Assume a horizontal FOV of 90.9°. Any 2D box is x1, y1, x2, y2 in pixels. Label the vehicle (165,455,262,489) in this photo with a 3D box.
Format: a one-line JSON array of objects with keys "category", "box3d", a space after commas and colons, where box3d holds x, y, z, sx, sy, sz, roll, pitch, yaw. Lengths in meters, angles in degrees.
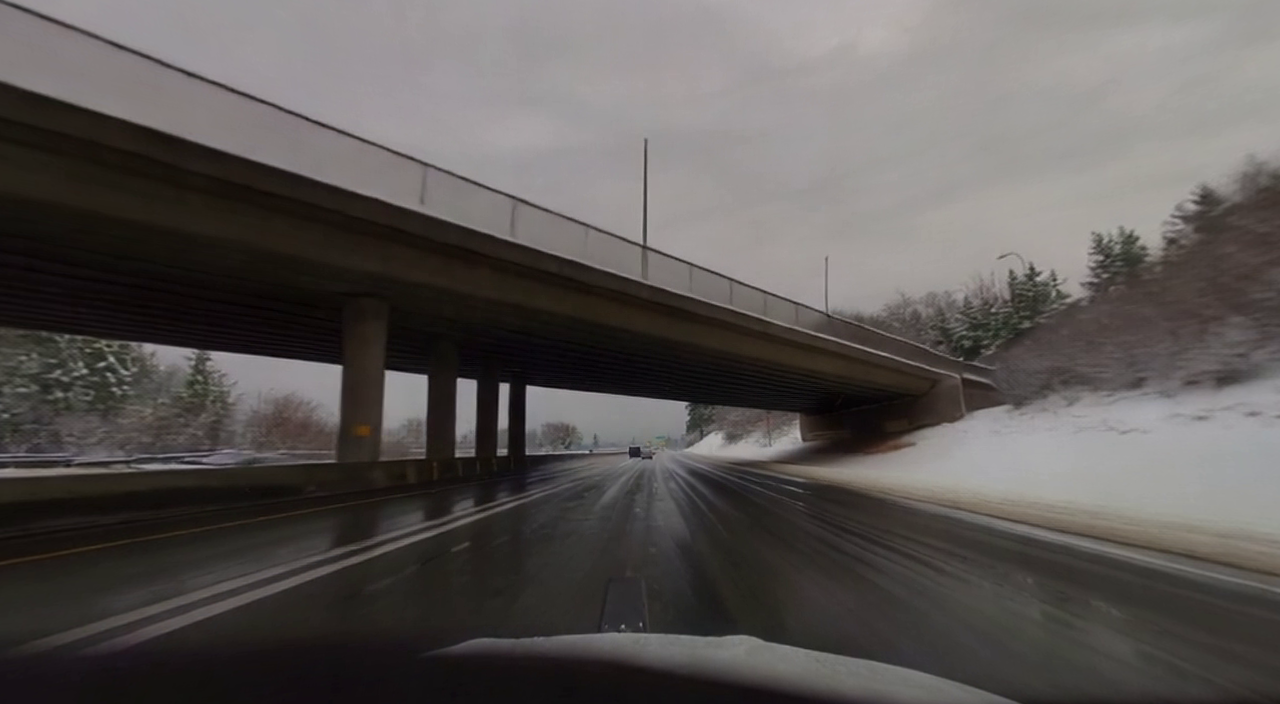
[{"category": "vehicle", "box3d": [-20.842, 5.840, 31.025, 1.830, 1.521, 4.062, 0, -9, 1]}]
